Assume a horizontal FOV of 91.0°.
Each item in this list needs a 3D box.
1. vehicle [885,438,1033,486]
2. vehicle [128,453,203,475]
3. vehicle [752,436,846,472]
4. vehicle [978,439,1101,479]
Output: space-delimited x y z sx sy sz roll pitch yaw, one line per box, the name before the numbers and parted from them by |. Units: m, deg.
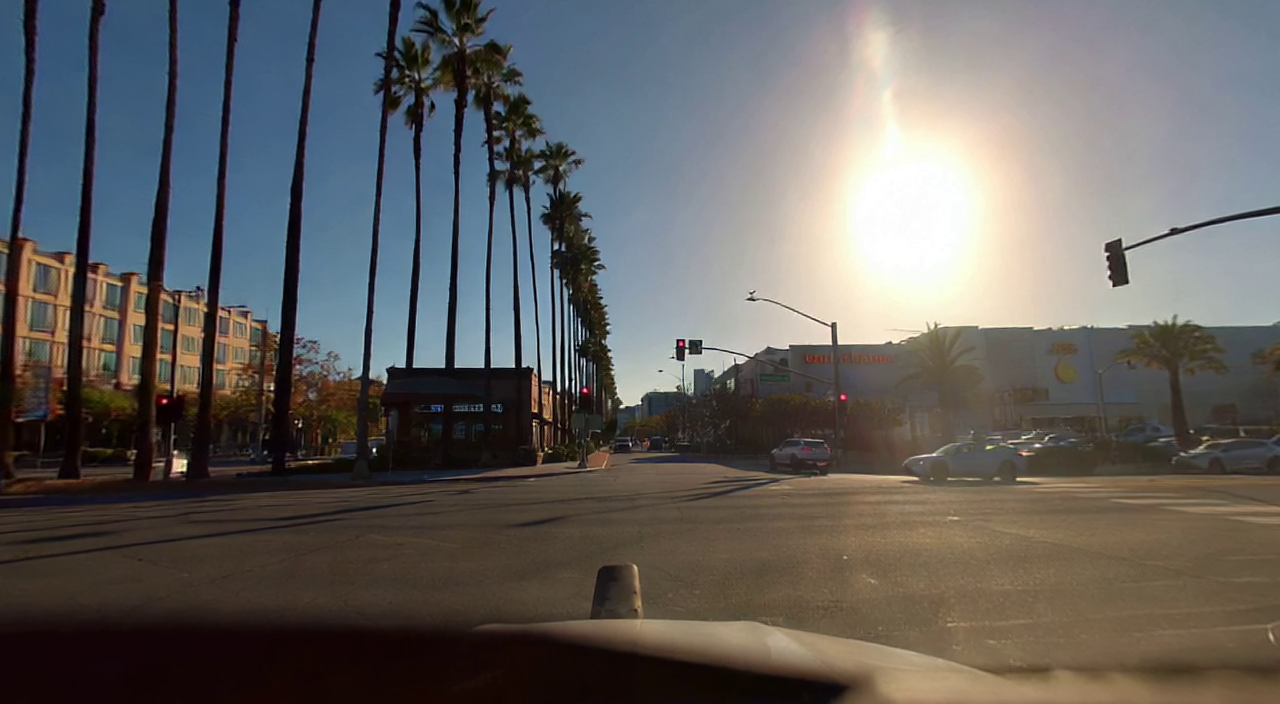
vehicle | 10.724 3.699 21.348 4.035 1.512 1.828 1 -9 -6
vehicle | -37.199 8.799 49.558 2.160 1.565 4.868 0 -8 -1
vehicle | 7.902 5.115 31.748 1.867 1.653 4.596 5 -10 -30
vehicle | 16.575 4.431 26.318 3.826 1.572 1.890 -2 -9 13
